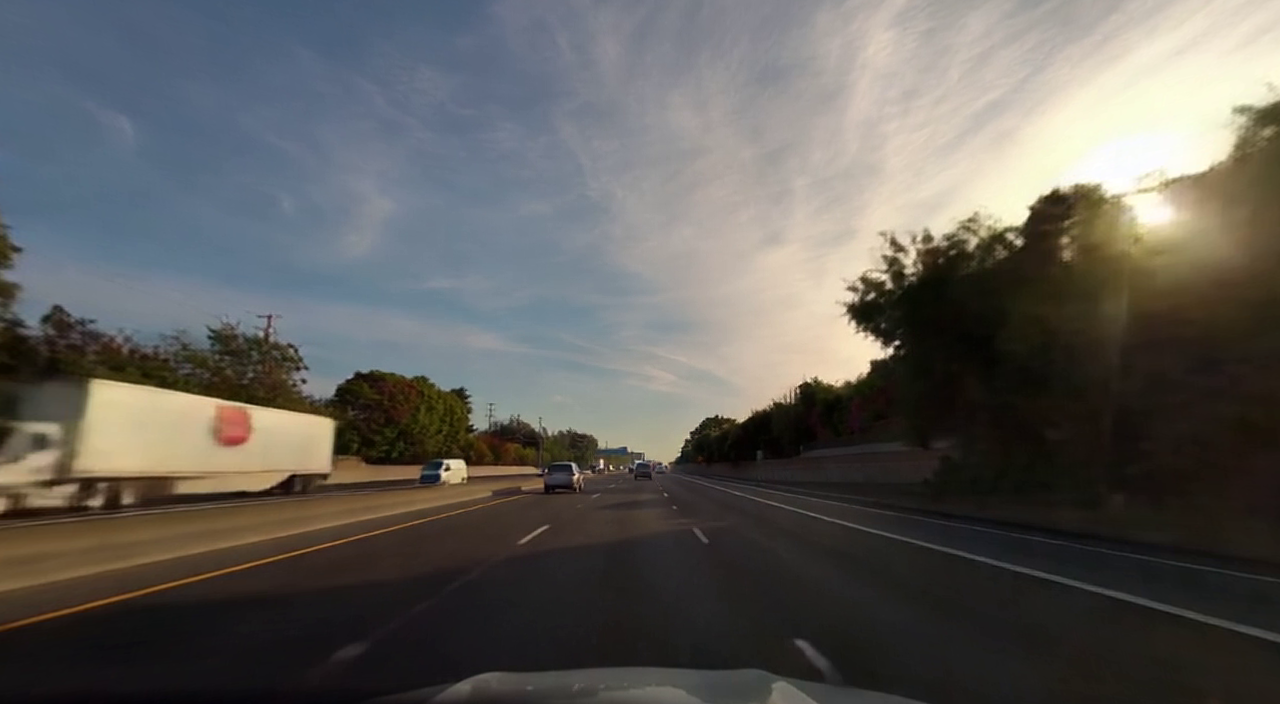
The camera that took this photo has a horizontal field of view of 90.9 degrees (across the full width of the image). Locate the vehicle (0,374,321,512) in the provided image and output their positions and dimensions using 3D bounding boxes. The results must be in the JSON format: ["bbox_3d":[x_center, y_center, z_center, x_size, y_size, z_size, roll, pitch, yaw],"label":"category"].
[{"bbox_3d":[-17.434,3.745,24.446,2.766,3.819,13.714,0,-10,1],"label":"vehicle"}]

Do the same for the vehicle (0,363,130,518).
[{"bbox_3d":[-17.494,2.524,17.975,3.185,4.070,2.550,1,-11,0],"label":"vehicle"}]

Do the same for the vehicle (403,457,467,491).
[{"bbox_3d":[-12.646,7.593,39.264,2.301,1.905,4.663,1,-11,1],"label":"vehicle"}]

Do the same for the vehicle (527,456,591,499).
[{"bbox_3d":[-3.662,5.835,29.498,2.233,1.791,4.981,1,-11,1],"label":"vehicle"}]
